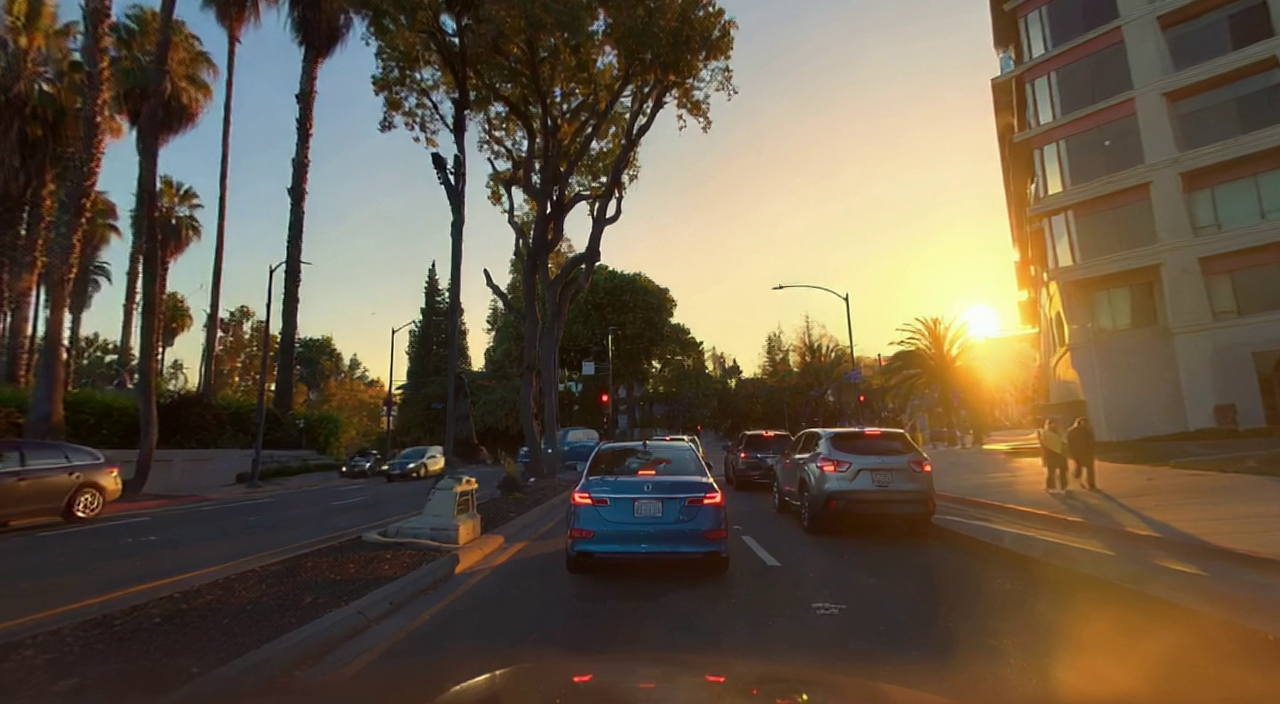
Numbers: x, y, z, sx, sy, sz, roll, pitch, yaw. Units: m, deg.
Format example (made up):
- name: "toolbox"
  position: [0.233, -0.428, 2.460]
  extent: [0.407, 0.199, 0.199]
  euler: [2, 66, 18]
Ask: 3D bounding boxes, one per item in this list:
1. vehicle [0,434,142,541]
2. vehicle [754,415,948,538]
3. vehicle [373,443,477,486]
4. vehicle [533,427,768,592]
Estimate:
- name: "vehicle"
  position: [-13.055, 2.715, 12.283]
  extent: [2.240, 1.964, 5.707]
  euler: [-6, -8, 0]
- name: "vehicle"
  position: [3.401, 2.106, 11.236]
  extent: [2.003, 1.733, 4.319]
  euler: [0, -8, 1]
- name: "vehicle"
  position: [-7.851, 4.150, 23.638]
  extent: [1.898, 1.439, 4.540]
  euler: [-1, -8, 6]
- name: "vehicle"
  position: [0.134, 1.710, 7.700]
  extent: [2.088, 1.452, 3.993]
  euler: [0, -8, 1]
